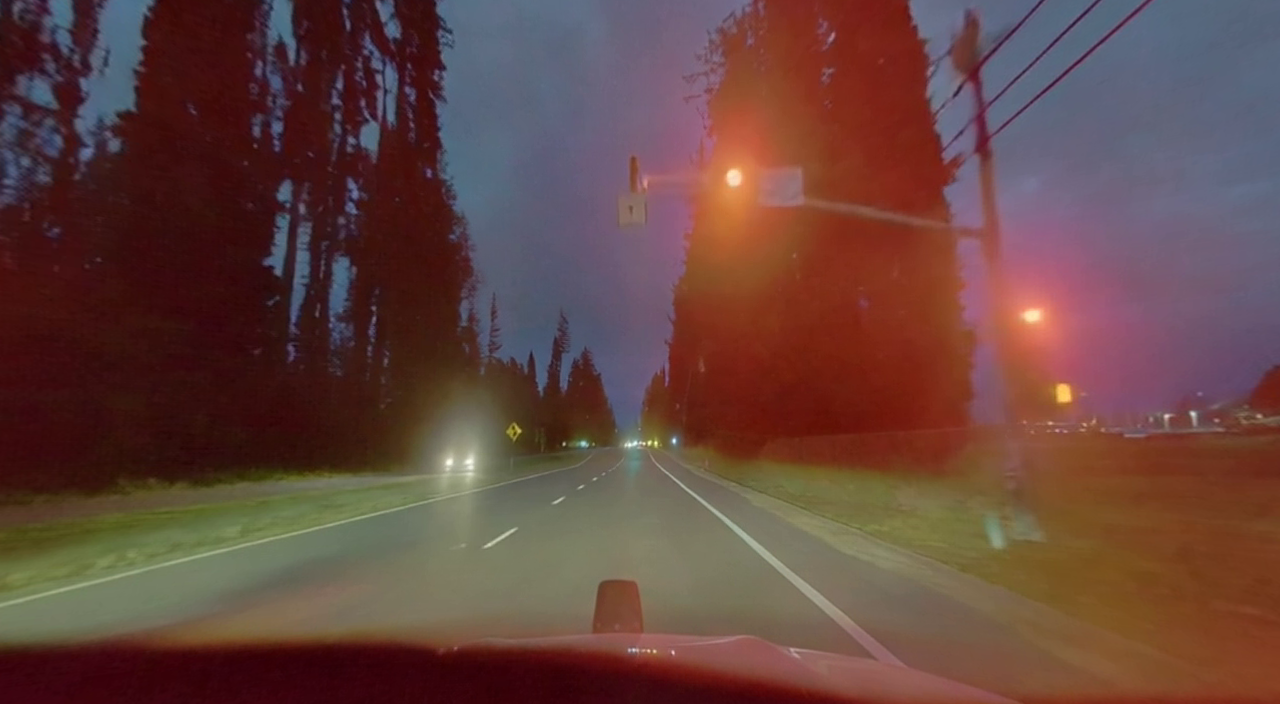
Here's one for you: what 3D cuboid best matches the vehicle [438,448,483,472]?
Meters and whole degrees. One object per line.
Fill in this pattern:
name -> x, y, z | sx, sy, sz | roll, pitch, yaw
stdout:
vehicle -> -13.548, 8.141, 47.863 | 2.030, 1.688, 4.527 | -1, -9, 1
